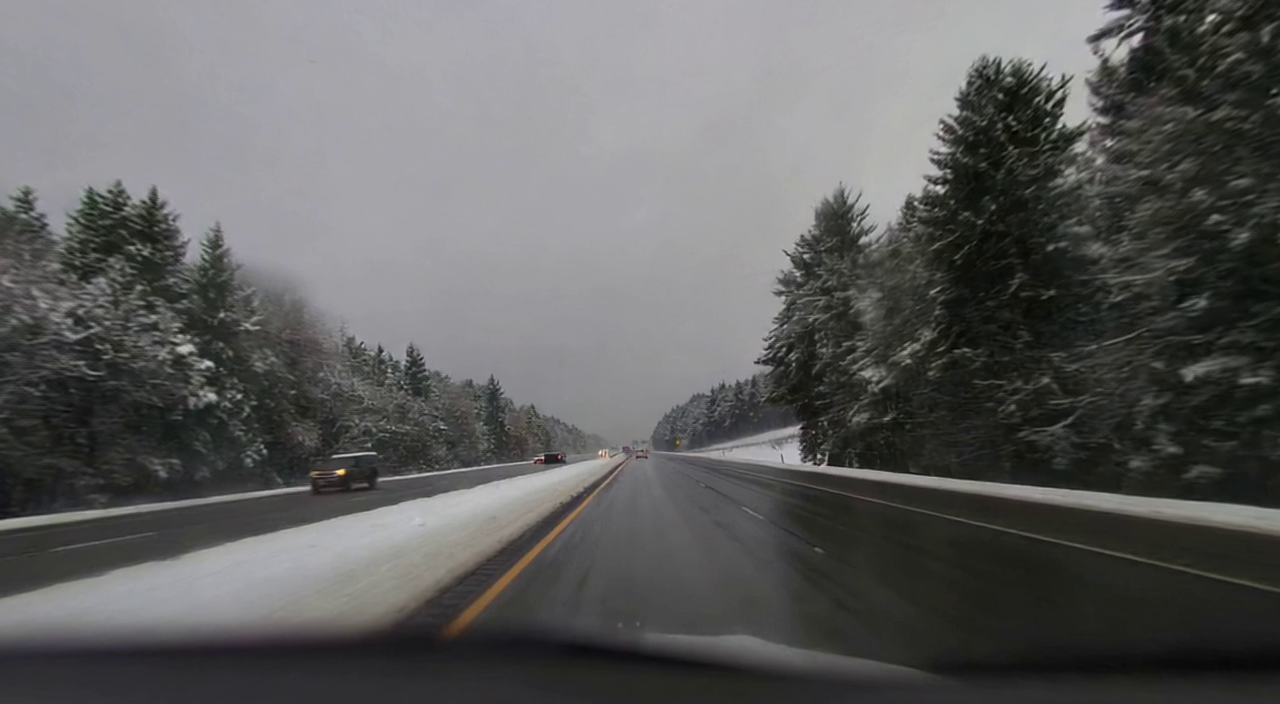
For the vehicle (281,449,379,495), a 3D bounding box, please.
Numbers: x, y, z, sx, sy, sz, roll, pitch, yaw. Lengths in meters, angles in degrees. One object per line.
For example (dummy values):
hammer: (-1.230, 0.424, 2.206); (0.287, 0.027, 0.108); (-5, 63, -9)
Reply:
vehicle: (-14.463, 5.585, 29.814); (2.114, 1.981, 4.822); (0, -9, 0)
